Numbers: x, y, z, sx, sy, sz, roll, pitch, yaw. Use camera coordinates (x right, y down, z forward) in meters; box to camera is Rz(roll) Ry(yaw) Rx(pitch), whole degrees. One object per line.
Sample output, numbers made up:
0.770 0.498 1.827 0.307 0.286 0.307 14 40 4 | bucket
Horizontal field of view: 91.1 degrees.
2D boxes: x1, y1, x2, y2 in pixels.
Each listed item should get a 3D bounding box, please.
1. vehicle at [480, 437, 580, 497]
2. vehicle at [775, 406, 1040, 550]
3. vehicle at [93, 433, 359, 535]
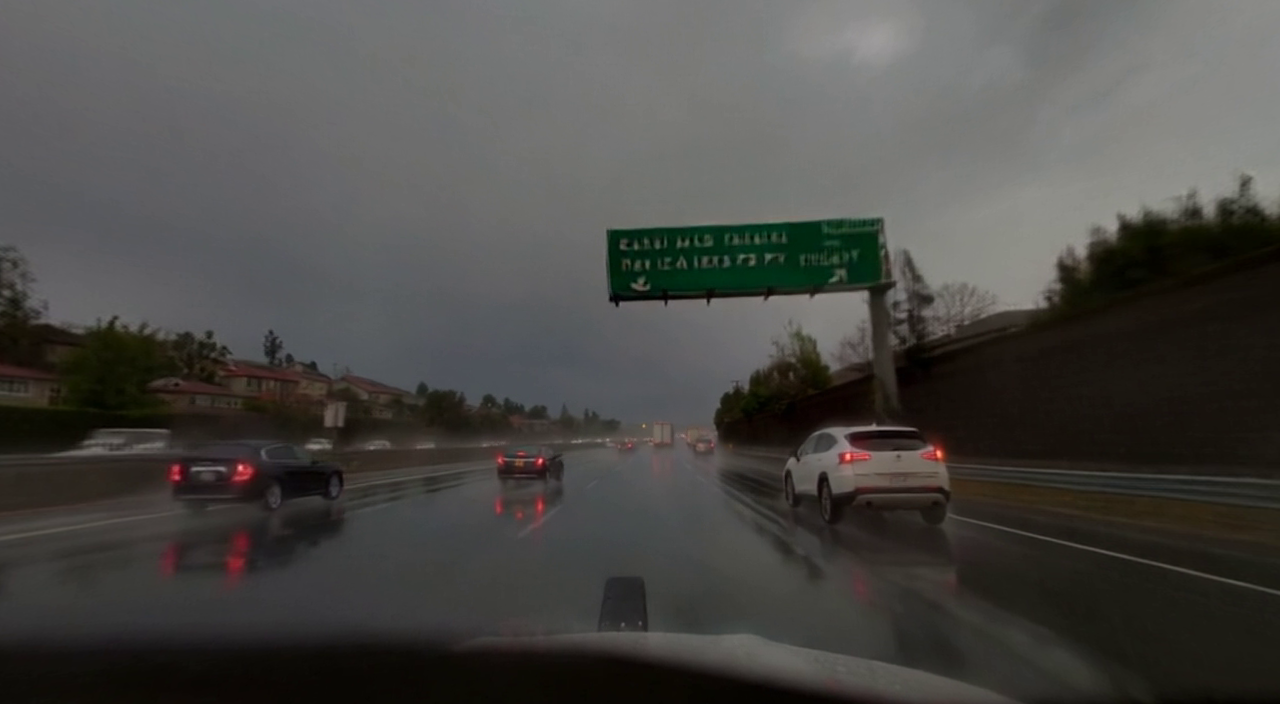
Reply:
-2.954 3.191 17.819 1.947 1.479 4.114 -1 -8 2 | vehicle
3.733 1.867 9.965 2.108 1.709 4.703 0 -9 0 | vehicle
-7.041 2.258 11.354 1.909 1.482 4.140 0 -8 1 | vehicle
